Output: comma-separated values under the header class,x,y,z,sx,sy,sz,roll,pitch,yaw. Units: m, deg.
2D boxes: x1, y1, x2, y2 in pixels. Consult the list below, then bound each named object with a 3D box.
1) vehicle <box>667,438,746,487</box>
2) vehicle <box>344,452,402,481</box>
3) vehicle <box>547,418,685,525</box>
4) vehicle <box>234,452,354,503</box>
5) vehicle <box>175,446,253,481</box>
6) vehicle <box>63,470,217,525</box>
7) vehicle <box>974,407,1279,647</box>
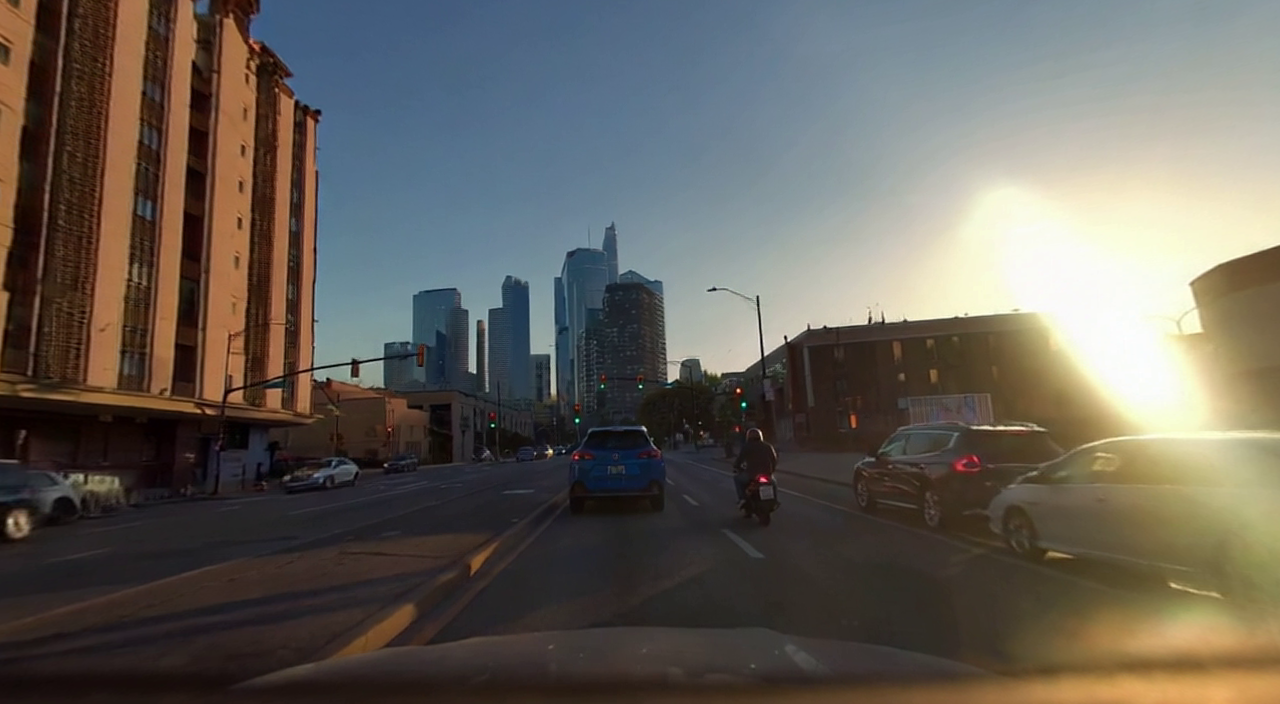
class,x,y,z,sx,sy,sz,roll,pitch,yaw
vehicle,2.145,3.754,21.730,2.101,1.507,4.355,0,-9,-2
vehicle,-19.411,8.331,46.051,2.134,1.915,5.317,1,-9,-3
vehicle,-0.420,2.289,12.577,2.265,1.748,4.130,0,-9,-1
vehicle,-14.296,5.158,26.525,2.142,1.826,5.471,0,-9,-3
vehicle,-33.308,8.754,49.386,4.576,2.249,2.096,-5,-10,-2
vehicle,-17.848,5.168,22.868,2.038,1.607,4.348,0,-9,-1
vehicle,5.118,1.320,5.335,2.012,1.532,4.565,0,-9,-1
